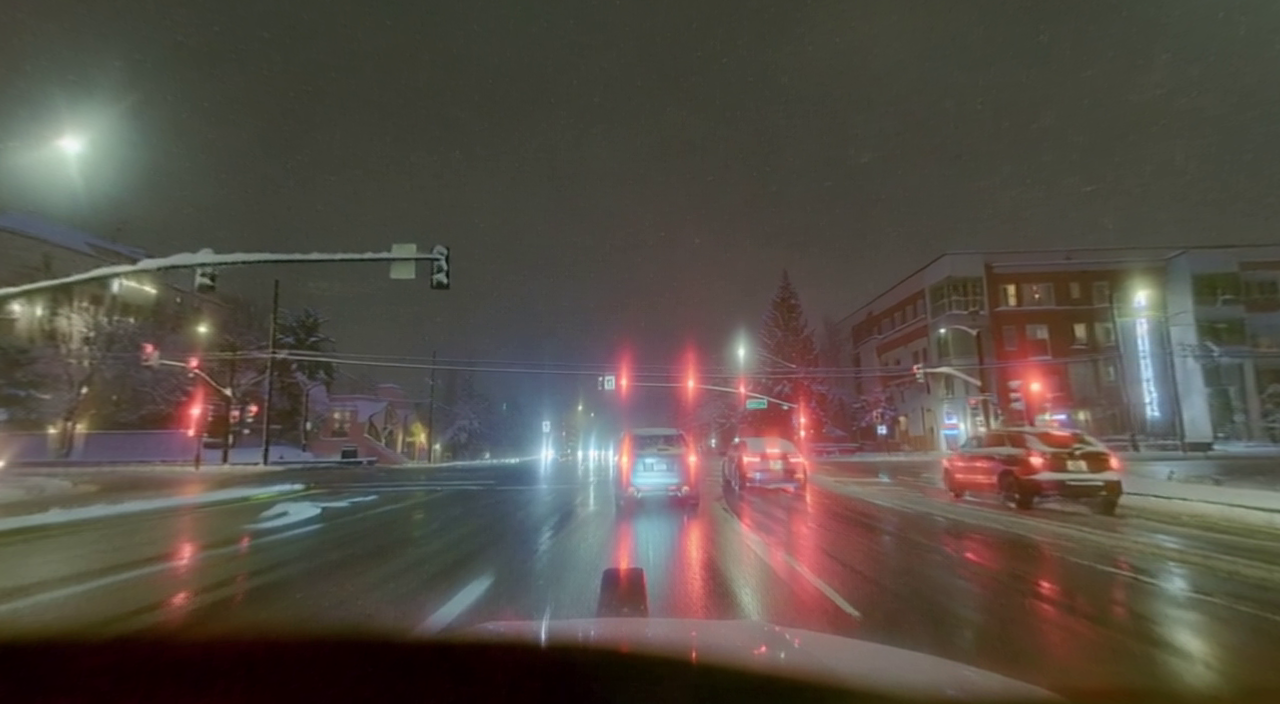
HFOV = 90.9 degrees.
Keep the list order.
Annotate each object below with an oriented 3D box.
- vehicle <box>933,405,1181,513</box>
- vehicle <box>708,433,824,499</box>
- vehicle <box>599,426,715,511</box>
[{"bbox_3d":[8.510,2.248,13.634,2.132,1.892,4.851,0,-8,2],"label":"vehicle"},{"bbox_3d":[3.007,2.829,16.031,1.994,1.436,4.169,0,-8,-2],"label":"vehicle"},{"bbox_3d":[0.286,2.446,13.759,2.099,1.516,4.681,0,-8,-1],"label":"vehicle"}]
